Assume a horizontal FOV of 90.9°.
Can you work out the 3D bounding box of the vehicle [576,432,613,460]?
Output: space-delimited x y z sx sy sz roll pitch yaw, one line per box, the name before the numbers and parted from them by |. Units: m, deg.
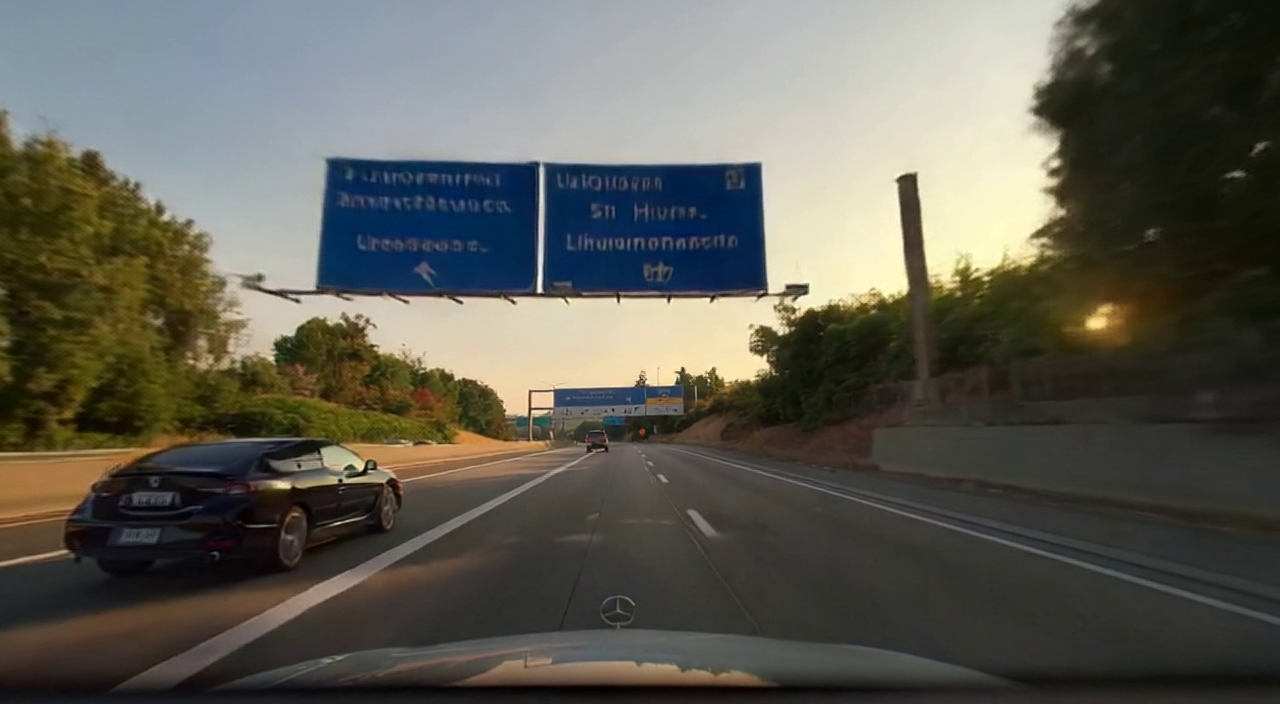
vehicle | -2.555 5.392 36.265 2.000 1.491 3.913 0 -8 -2
